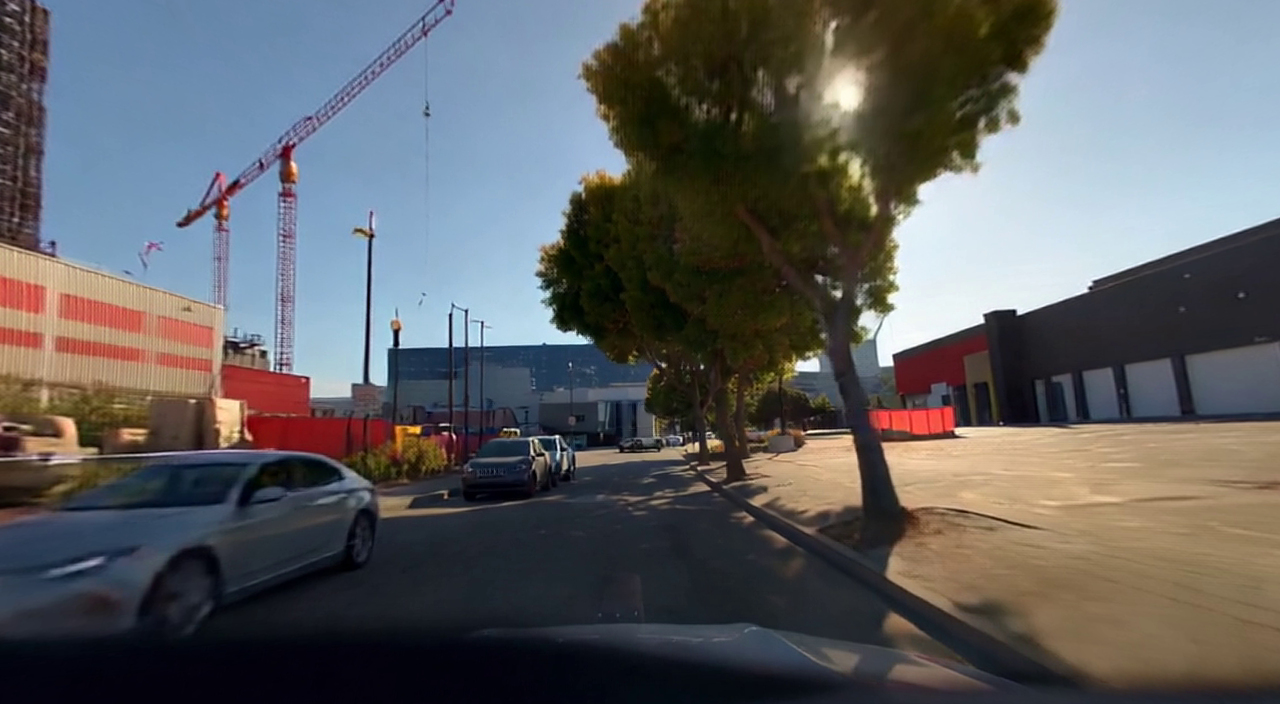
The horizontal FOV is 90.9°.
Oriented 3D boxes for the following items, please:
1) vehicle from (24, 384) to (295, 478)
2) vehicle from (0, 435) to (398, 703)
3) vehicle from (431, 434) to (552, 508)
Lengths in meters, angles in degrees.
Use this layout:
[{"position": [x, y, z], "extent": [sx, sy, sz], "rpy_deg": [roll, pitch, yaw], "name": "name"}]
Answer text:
[{"position": [-13.505, 2.290, 17.971], "extent": [6.039, 2.449, 2.273], "rpy_deg": [-1, -8, 6], "name": "vehicle"}, {"position": [-3.941, 1.471, 5.404], "extent": [1.948, 1.460, 4.394], "rpy_deg": [-1, -8, 1], "name": "vehicle"}, {"position": [-3.627, 2.954, 16.213], "extent": [1.980, 1.635, 4.153], "rpy_deg": [-1, -8, 2], "name": "vehicle"}]
